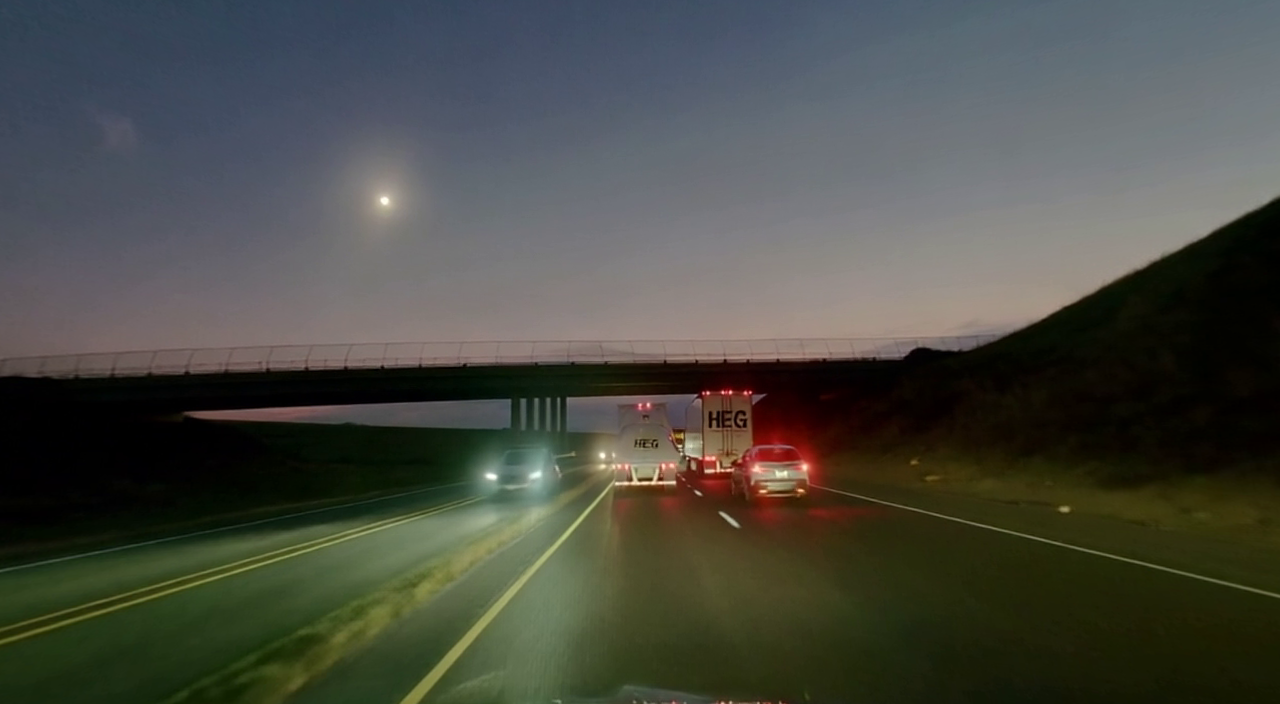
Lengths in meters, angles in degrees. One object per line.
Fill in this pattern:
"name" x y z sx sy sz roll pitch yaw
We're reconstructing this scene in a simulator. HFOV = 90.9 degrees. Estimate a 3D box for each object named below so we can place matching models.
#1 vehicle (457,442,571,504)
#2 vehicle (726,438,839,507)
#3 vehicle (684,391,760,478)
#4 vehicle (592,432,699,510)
"vehicle" -3.318 3.302 17.586 2.091 1.489 4.397 -1 -9 3
"vehicle" 3.449 2.999 16.071 1.972 1.505 3.946 -1 -9 0
"vehicle" 4.015 4.296 32.310 2.948 3.974 6.480 -1 -9 0
"vehicle" 0.168 2.853 15.504 2.256 1.615 4.114 -1 -9 2
